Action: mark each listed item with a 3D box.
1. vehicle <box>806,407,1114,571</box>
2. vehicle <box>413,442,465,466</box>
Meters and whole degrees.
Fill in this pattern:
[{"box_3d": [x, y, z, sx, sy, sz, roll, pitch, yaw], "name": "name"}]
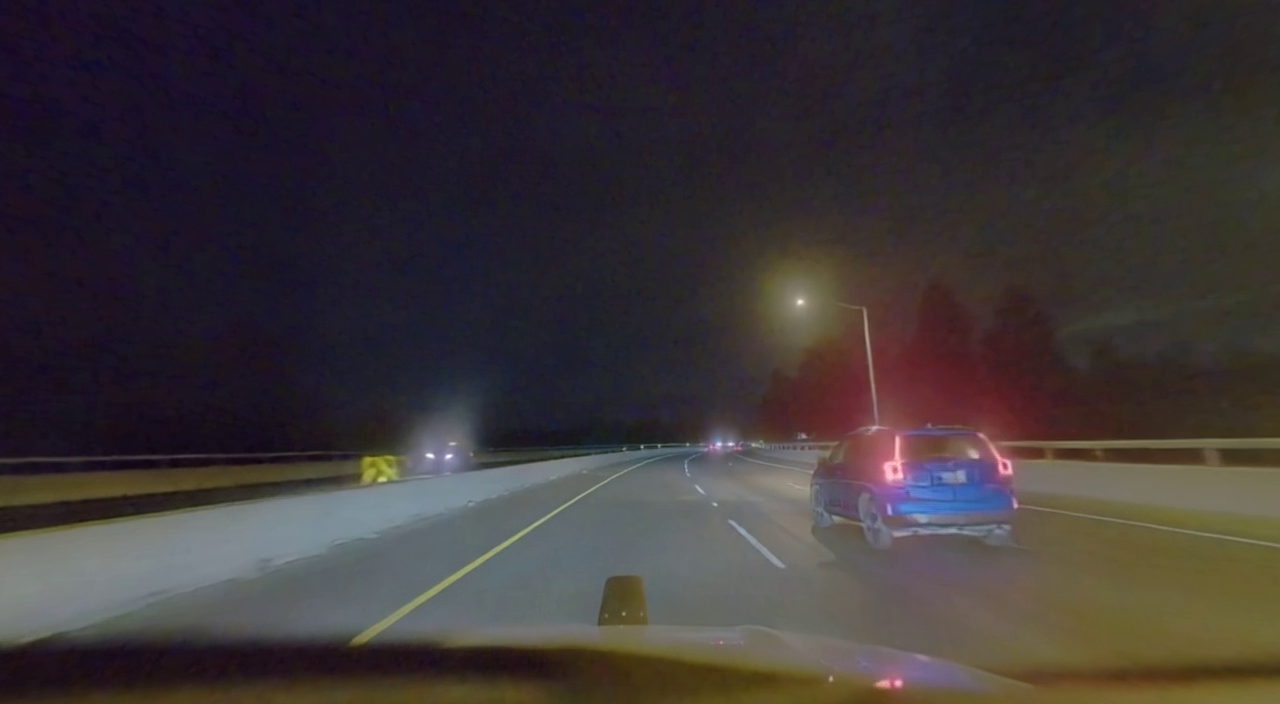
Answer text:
[{"box_3d": [4.017, 1.791, 8.998, 2.143, 1.730, 4.303, -1, -8, 1], "name": "vehicle"}, {"box_3d": [-15.491, 7.889, 48.947, 2.176, 1.729, 4.737, -1, -8, 4], "name": "vehicle"}]
